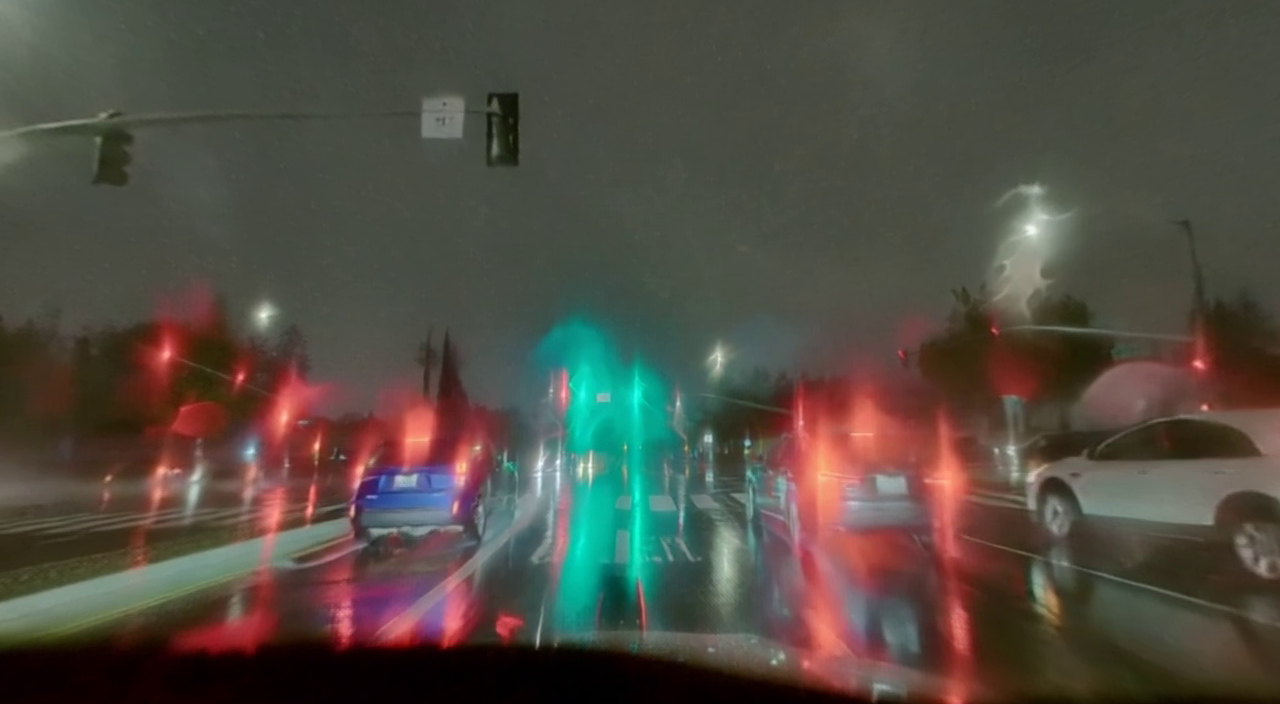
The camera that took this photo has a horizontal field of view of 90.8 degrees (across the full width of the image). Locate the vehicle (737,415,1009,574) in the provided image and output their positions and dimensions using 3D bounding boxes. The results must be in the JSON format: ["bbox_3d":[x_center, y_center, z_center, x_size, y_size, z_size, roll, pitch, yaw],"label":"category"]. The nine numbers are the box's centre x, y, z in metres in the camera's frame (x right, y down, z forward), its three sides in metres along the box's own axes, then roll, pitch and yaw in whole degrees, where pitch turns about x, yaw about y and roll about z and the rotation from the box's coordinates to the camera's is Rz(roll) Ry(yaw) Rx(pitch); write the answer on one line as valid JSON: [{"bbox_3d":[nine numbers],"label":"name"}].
[{"bbox_3d":[2.837,1.859,9.047,2.099,1.671,4.491,0,-9,-1],"label":"vehicle"}]

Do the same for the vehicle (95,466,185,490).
[{"bbox_3d":[-33.789,8.518,42.771,4.461,1.469,1.788,0,-9,-2],"label":"vehicle"}]

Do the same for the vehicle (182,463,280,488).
[{"bbox_3d":[-25.802,7.780,39.962,4.825,1.483,1.817,0,-9,-3],"label":"vehicle"}]

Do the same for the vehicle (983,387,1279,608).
[{"bbox_3d":[6.312,1.506,7.233,2.109,1.809,4.528,0,-9,-1],"label":"vehicle"}]

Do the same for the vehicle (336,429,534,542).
[{"bbox_3d":[-3.099,2.102,10.503,1.969,1.513,3.773,0,-9,1],"label":"vehicle"}]
